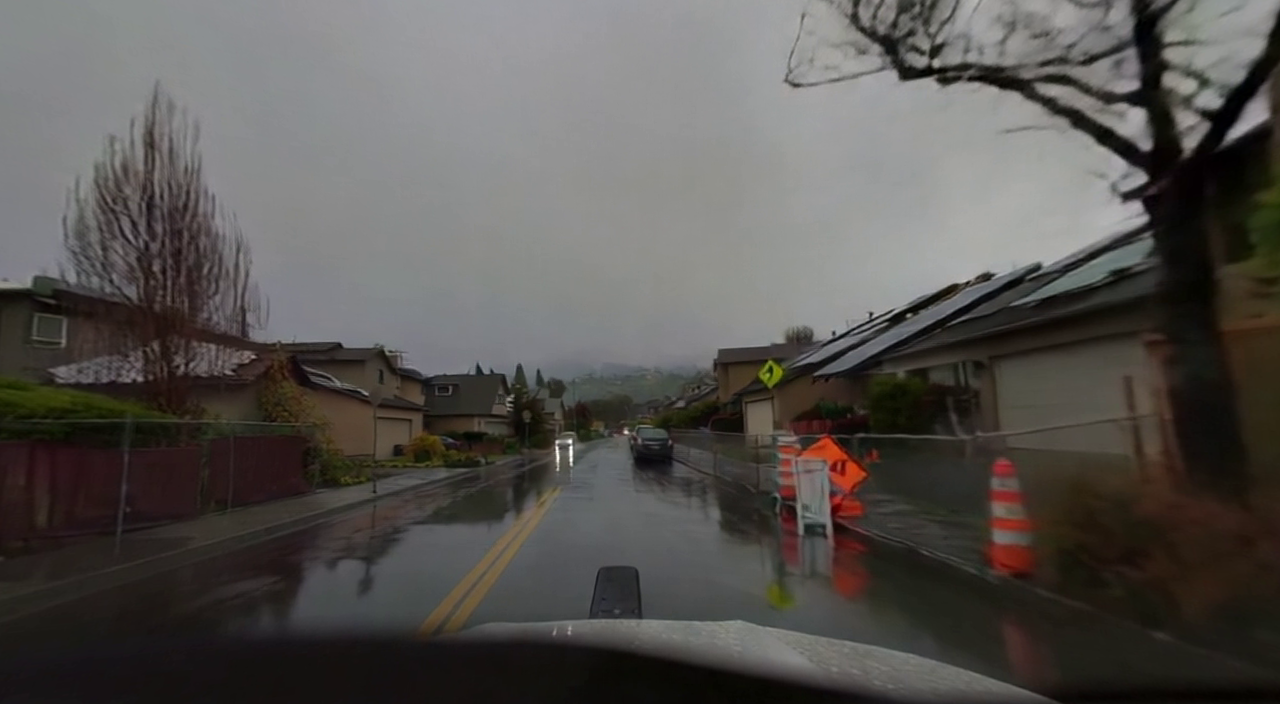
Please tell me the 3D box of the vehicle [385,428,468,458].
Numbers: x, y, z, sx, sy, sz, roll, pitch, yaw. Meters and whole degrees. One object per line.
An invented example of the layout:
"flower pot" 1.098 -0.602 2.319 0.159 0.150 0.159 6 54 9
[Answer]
"vehicle" -12.851 5.518 38.171 4.205 1.745 2.121 0 -8 1

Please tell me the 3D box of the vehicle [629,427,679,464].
"vehicle" 0.530 4.006 27.138 1.998 1.494 3.927 0 -8 0
